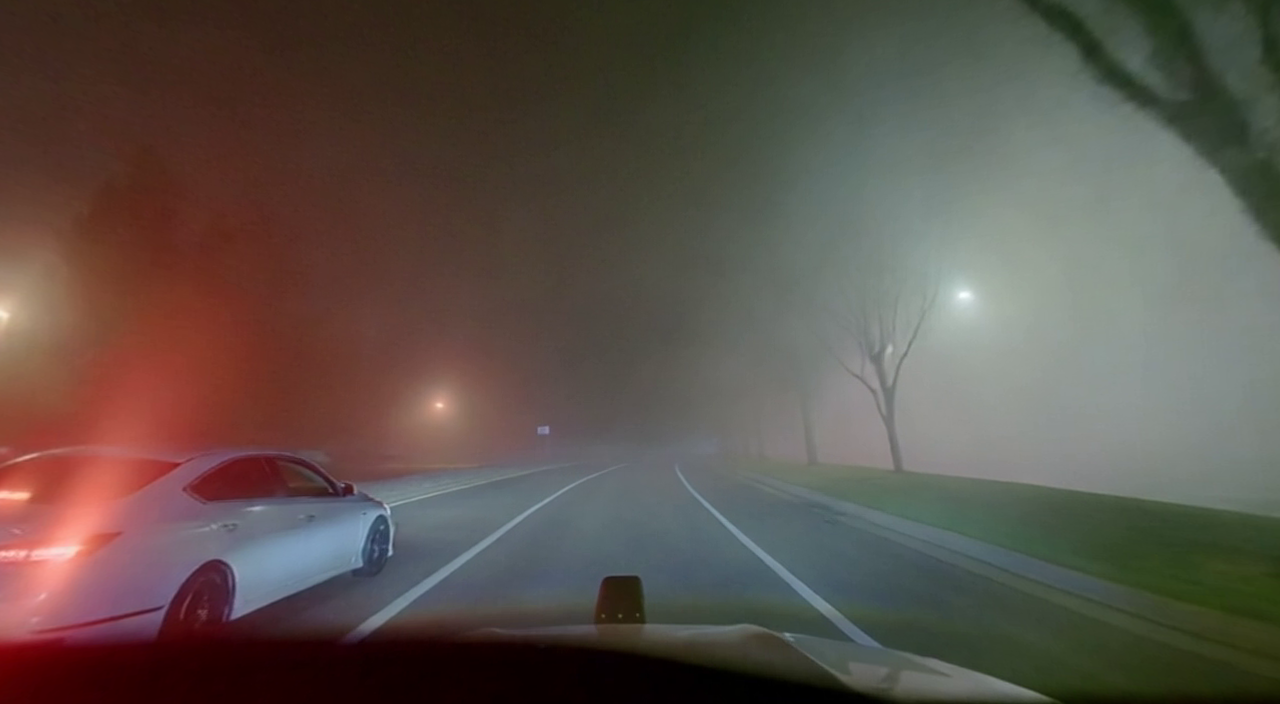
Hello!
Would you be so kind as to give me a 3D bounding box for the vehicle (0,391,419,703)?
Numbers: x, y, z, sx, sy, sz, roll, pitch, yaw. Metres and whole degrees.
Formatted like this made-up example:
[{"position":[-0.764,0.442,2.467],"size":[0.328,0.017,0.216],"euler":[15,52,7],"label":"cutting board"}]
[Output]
[{"position":[-3.376,1.233,4.643],"size":[1.915,1.521,4.283],"euler":[0,-8,0],"label":"vehicle"}]
